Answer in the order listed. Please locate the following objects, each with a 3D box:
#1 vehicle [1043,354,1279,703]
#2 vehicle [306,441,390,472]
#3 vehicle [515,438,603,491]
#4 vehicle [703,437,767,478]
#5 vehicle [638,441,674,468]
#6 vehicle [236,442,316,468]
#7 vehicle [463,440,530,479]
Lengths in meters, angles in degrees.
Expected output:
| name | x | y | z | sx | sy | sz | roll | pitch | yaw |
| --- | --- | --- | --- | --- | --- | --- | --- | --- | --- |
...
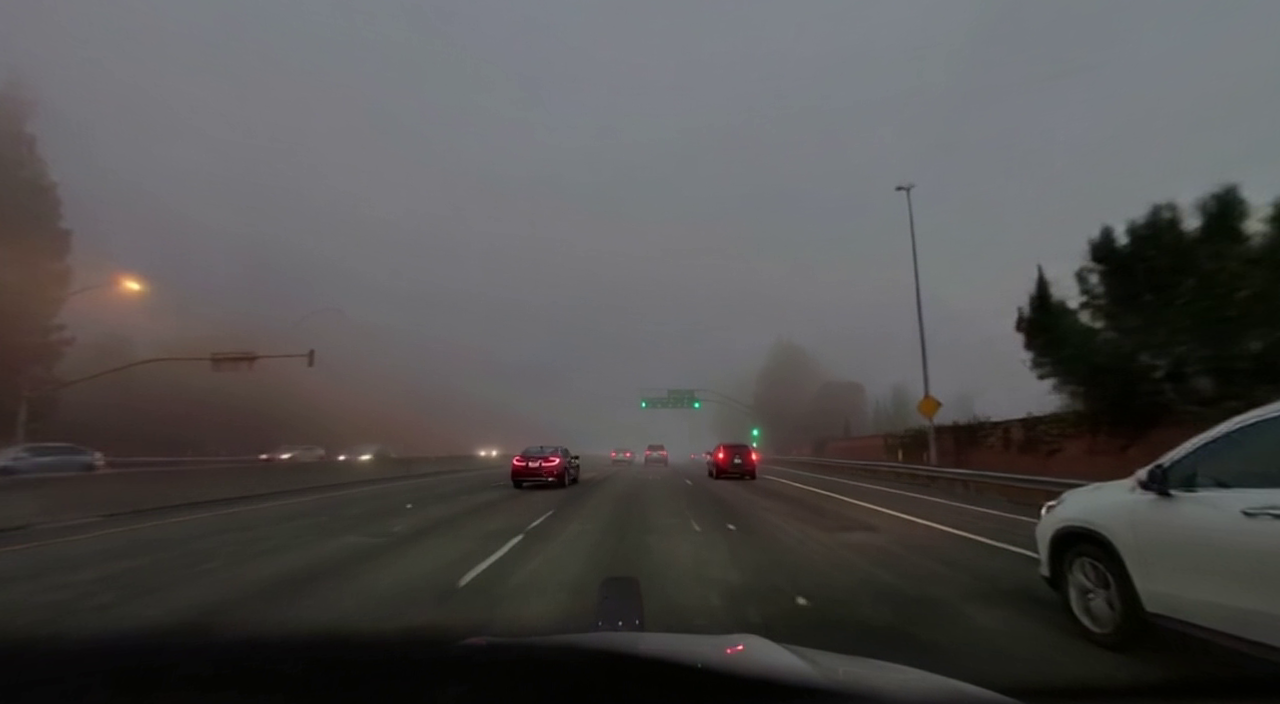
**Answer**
| name | x | y | z | sx | sy | sz | roll | pitch | yaw |
| --- | --- | --- | --- | --- | --- | --- | --- | --- | --- |
| vehicle | 3.814 | 0.779 | 2.022 | 2.029 | 1.716 | 4.545 | 0 | -8 | 0 |
| vehicle | -14.864 | 5.321 | 32.479 | 1.971 | 1.484 | 4.666 | 0 | -8 | 2 |
| vehicle | -2.516 | 3.641 | 20.962 | 2.130 | 1.514 | 4.766 | 0 | -8 | 2 |
| vehicle | 4.245 | 4.769 | 28.918 | 2.320 | 1.735 | 4.408 | 0 | -8 | 1 |
| vehicle | 1.209 | 7.221 | 44.765 | 2.408 | 1.748 | 4.217 | 0 | -8 | 3 |
| vehicle | -21.643 | 6.127 | 37.802 | 1.898 | 1.451 | 4.432 | 0 | -8 | 4 |
| vehicle | -5.889 | 4.427 | 26.353 | 1.835 | 1.504 | 3.612 | 0 | -8 | 2 |
